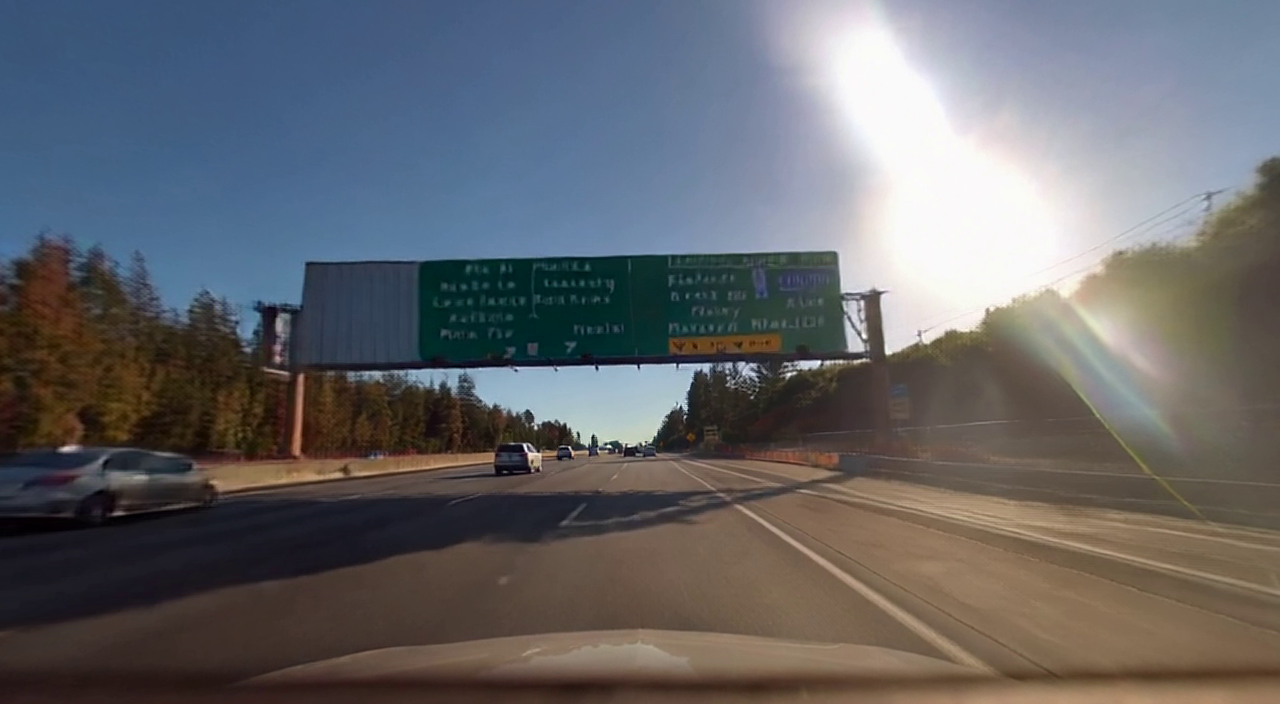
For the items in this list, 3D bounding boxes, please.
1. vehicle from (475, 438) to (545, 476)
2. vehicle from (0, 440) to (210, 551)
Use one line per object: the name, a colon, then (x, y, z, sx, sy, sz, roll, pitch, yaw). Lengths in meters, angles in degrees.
vehicle: (-6.297, 5.167, 31.165, 2.402, 1.733, 4.512, 0, -9, 1)
vehicle: (-9.906, 2.270, 10.573, 2.122, 1.511, 4.576, 0, -9, 0)
